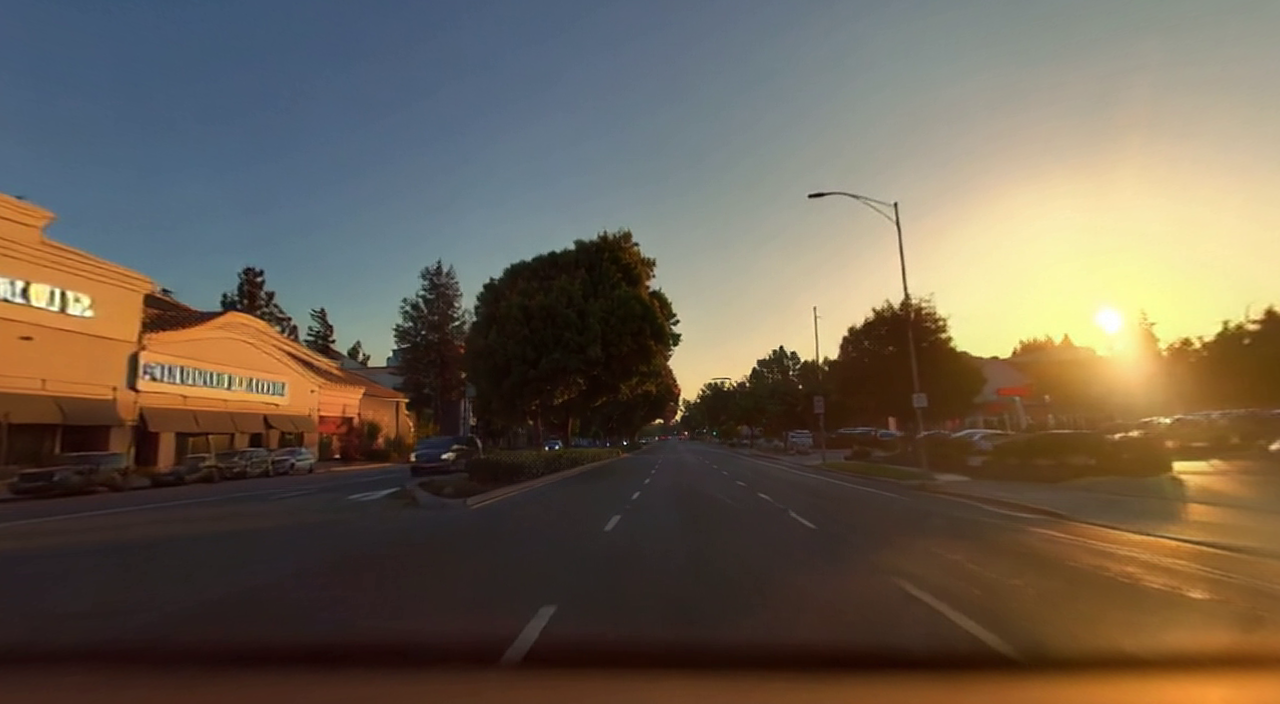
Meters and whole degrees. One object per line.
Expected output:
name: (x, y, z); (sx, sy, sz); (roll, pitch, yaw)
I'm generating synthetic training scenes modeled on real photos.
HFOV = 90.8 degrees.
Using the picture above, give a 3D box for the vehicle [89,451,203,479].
vehicle: (-26.649, 6.111, 34.199); (4.553, 1.445, 1.942); (0, -8, 2)

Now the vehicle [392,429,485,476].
vehicle: (-8.824, 4.459, 28.291); (2.157, 1.883, 5.286); (0, -8, 3)

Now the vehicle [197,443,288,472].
vehicle: (-25.876, 6.883, 41.227); (4.620, 1.801, 2.017); (0, -8, 2)
